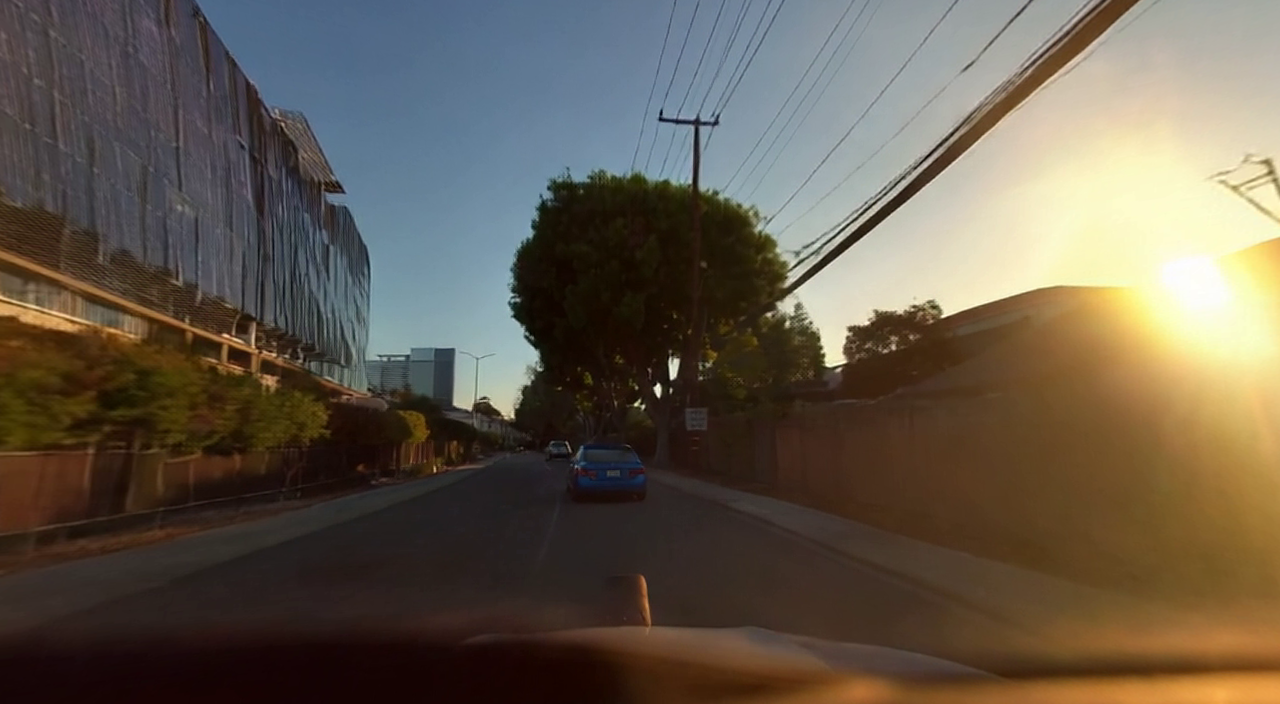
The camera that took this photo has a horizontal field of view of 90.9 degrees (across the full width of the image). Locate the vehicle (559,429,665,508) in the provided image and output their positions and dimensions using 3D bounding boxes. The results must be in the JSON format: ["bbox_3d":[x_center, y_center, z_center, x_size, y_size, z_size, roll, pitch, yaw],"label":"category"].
[{"bbox_3d":[-0.739,2.553,14.285,2.060,1.487,3.920,0,-8,-6],"label":"vehicle"}]
